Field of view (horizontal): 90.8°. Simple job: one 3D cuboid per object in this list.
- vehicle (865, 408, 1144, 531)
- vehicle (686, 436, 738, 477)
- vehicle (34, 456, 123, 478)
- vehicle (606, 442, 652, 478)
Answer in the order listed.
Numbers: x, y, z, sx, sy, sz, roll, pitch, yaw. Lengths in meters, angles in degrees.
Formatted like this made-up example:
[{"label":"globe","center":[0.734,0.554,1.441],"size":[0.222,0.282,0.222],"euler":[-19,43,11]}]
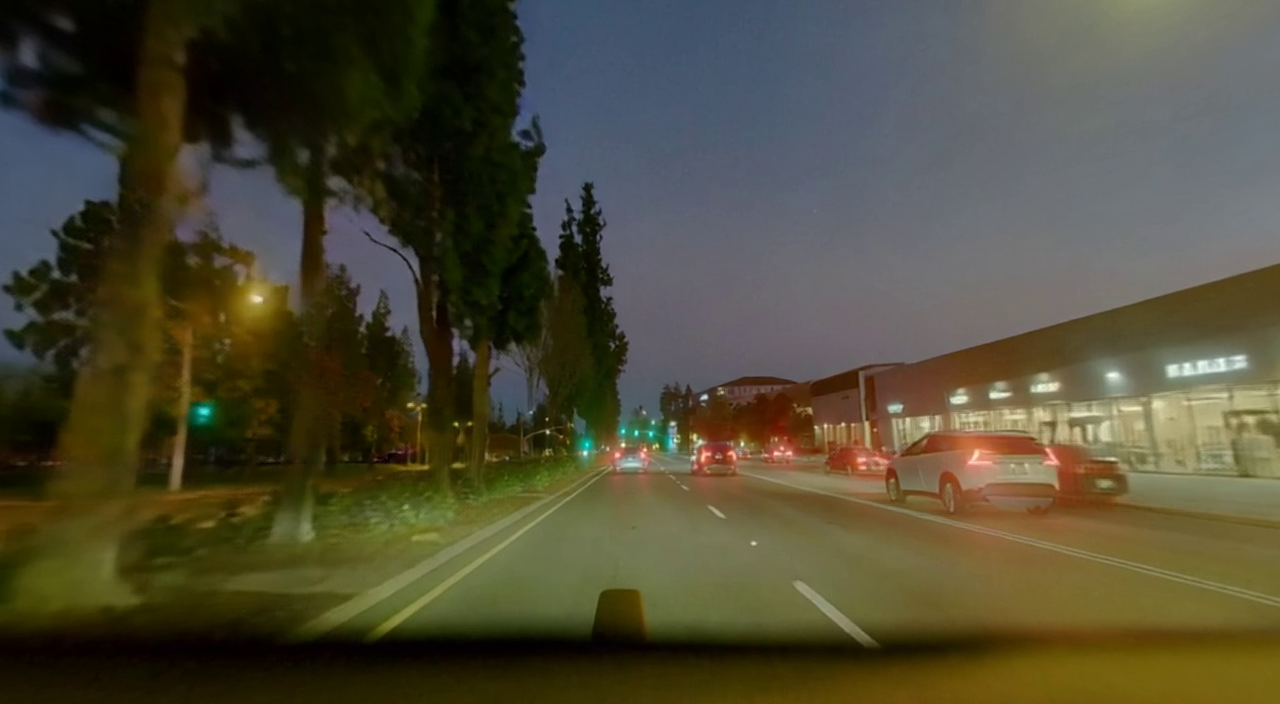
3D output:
[{"label":"vehicle","center":[6.771,2.271,12.861],"size":[2.240,1.923,5.678],"euler":[0,-8,0]},{"label":"vehicle","center":[3.442,5.086,30.966],"size":[1.955,1.845,4.538],"euler":[0,-8,0]},{"label":"vehicle","center":[-40.823,8.340,45.982],"size":[4.604,1.491,1.901],"euler":[0,-9,0]},{"label":"vehicle","center":[-0.484,5.082,30.021],"size":[2.037,1.568,3.693],"euler":[0,-8,0]}]
